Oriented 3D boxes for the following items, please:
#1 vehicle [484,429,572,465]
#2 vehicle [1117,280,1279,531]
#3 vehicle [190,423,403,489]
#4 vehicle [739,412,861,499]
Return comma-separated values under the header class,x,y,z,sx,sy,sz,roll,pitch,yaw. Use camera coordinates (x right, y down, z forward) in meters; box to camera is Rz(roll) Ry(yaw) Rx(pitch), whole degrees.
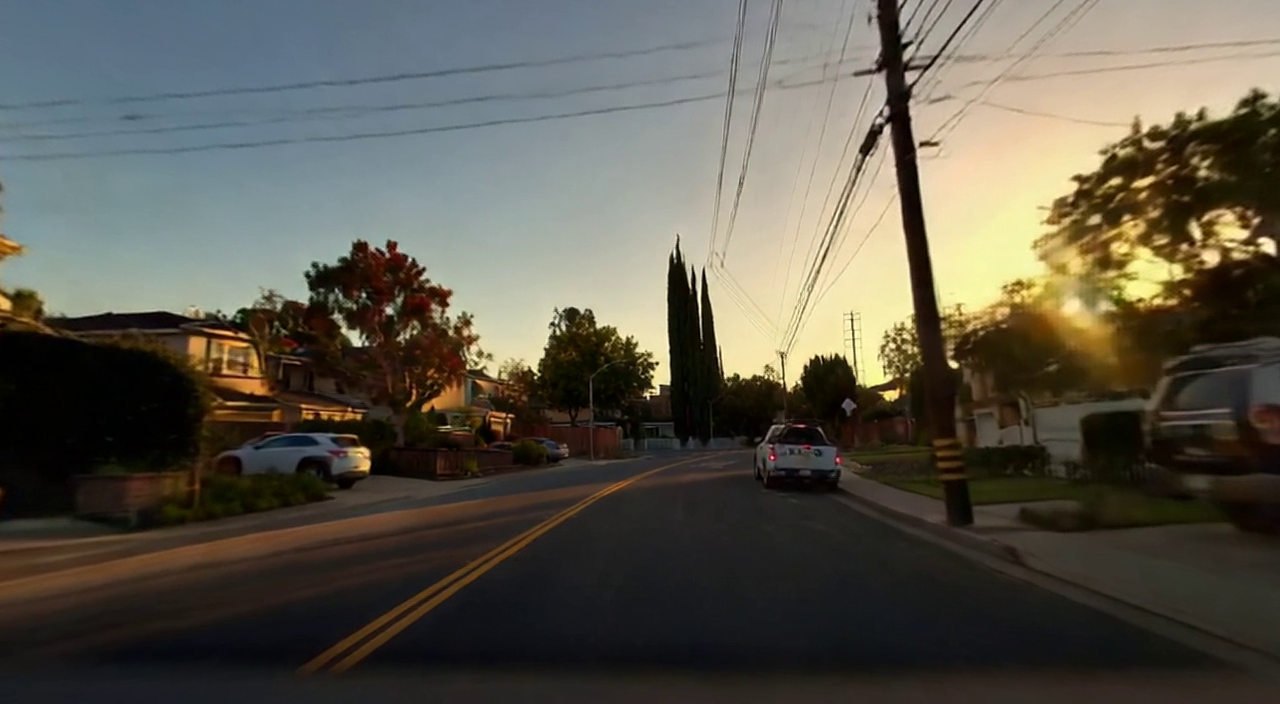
class,x,y,z,sx,sy,sz,roll,pitch,yaw
vehicle,-7.284,6.156,41.197,5.228,2.041,2.023,0,-6,13
vehicle,9.358,0.604,6.739,6.333,2.381,2.439,-1,-8,3
vehicle,-10.987,3.362,20.508,5.632,1.957,2.302,-1,-8,6
vehicle,4.120,2.808,17.507,2.273,1.938,6.400,-1,-8,5
